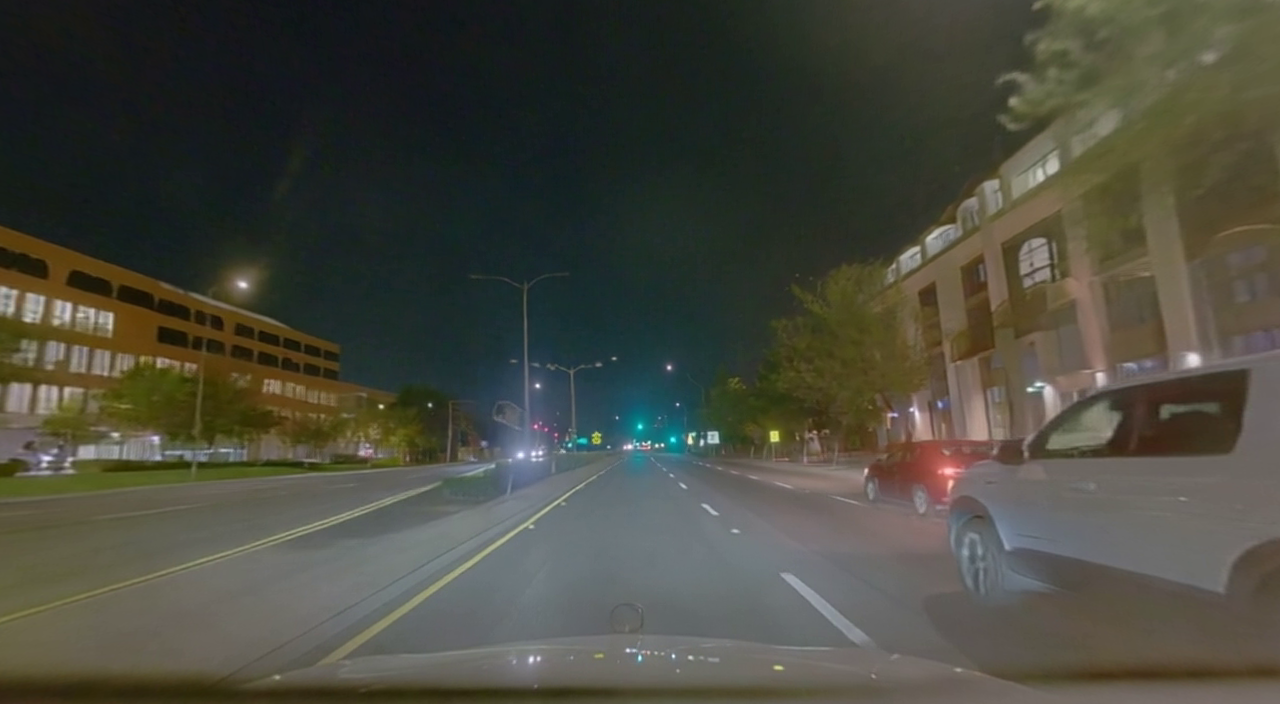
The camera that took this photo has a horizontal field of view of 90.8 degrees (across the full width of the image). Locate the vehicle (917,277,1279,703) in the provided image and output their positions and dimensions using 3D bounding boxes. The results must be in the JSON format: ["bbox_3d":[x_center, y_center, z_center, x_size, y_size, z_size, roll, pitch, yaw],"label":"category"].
[{"bbox_3d":[3.772,0.776,3.005,2.505,1.971,5.162,0,-9,0],"label":"vehicle"}]
